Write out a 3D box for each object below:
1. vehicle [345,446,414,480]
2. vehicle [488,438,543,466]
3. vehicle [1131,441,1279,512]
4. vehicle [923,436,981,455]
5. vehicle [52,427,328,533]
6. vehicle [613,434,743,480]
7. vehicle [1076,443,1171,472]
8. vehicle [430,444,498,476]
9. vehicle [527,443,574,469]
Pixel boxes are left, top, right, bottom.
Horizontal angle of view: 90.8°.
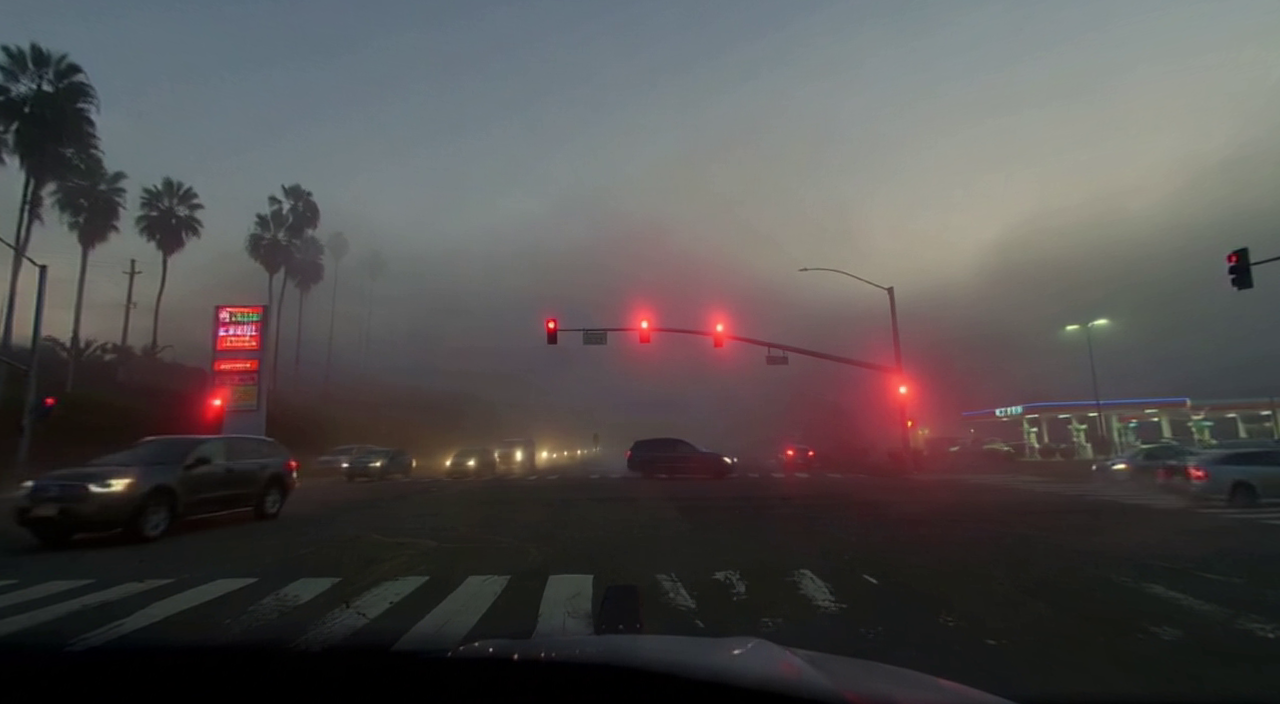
[{"bbox_3d":[-11.972,5.099,29.247,1.633,1.460,3.540,0,-9,0],"label":"vehicle"},{"bbox_3d":[-8.738,7.101,44.993,2.609,1.865,5.875,0,-9,1],"label":"vehicle"},{"bbox_3d":[14.194,2.751,14.165,4.579,1.464,1.983,0,-9,3],"label":"vehicle"},{"bbox_3d":[22.529,6.760,45.662,3.356,1.395,1.559,0,-9,-1],"label":"vehicle"},{"bbox_3d":[-8.446,2.418,12.577,2.124,1.701,4.551,0,-9,0],"label":"vehicle"},{"bbox_3d":[1.494,4.122,24.899,4.892,1.719,1.929,-1,-9,5],"label":"vehicle"},{"bbox_3d":[24.253,5.296,31.740,3.474,1.376,1.538,0,-9,-2],"label":"vehicle"},{"bbox_3d":[-8.751,5.421,31.927,2.034,1.510,4.647,0,-9,1],"label":"vehicle"},{"bbox_3d":[-5.398,6.337,38.713,2.079,1.490,5.064,0,-9,1],"label":"vehicle"}]
